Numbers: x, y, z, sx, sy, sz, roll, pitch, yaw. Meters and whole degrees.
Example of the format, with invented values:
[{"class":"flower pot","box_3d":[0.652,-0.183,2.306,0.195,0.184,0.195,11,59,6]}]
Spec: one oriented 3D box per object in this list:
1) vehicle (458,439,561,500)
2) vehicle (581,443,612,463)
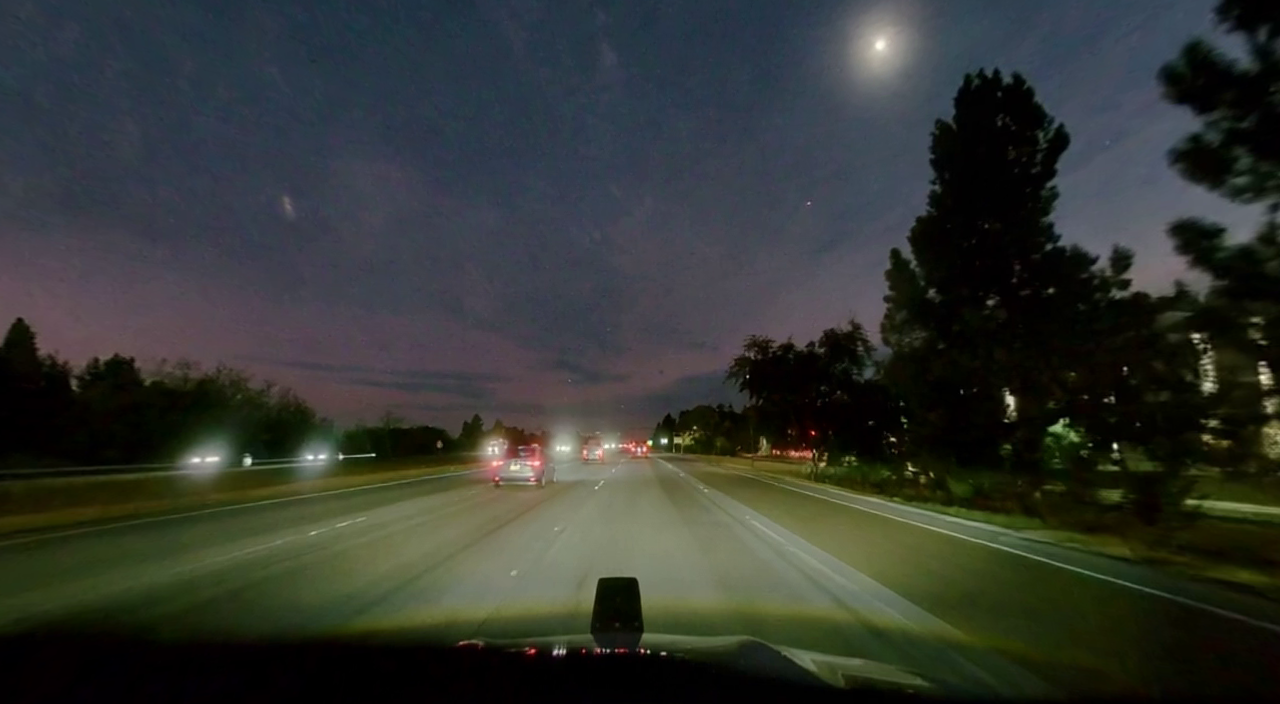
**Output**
[{"class":"vehicle","box_3d":[-3.413,3.146,17.360,1.920,1.463,4.134,0,-9,0]},{"class":"vehicle","box_3d":[-3.287,7.772,48.681,2.086,1.460,4.301,0,-9,0]}]
